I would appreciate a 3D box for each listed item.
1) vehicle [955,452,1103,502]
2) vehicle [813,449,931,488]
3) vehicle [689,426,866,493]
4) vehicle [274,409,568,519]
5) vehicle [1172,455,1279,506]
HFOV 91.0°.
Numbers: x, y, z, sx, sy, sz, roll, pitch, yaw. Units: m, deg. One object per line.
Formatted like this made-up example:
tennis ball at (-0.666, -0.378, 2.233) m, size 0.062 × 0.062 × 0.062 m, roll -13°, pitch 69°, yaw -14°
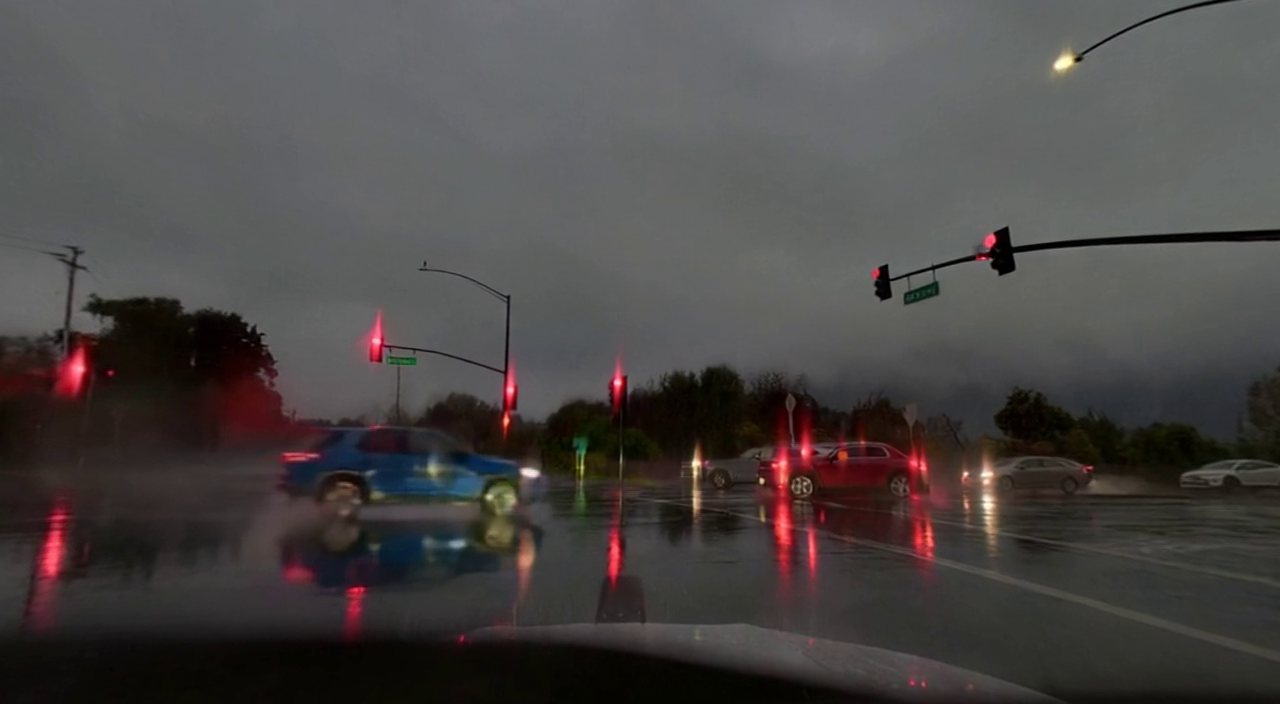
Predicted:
vehicle at (14.532, 4.642, 23.665) m, size 4.356 × 1.498 × 1.957 m, roll -2°, pitch -8°, yaw -7°
vehicle at (10.224, 5.130, 27.897) m, size 4.537 × 1.608 × 1.827 m, roll 2°, pitch -9°, yaw -9°
vehicle at (4.694, 3.706, 21.750) m, size 5.535 × 1.896 × 2.170 m, roll 5°, pitch -9°, yaw -11°
vehicle at (-3.843, 2.040, 11.701) m, size 4.633 × 1.739 × 2.090 m, roll 3°, pitch -9°, yaw -17°
vehicle at (23.925, 5.026, 24.901) m, size 4.322 × 1.522 × 1.795 m, roll -3°, pitch -9°, yaw -10°
